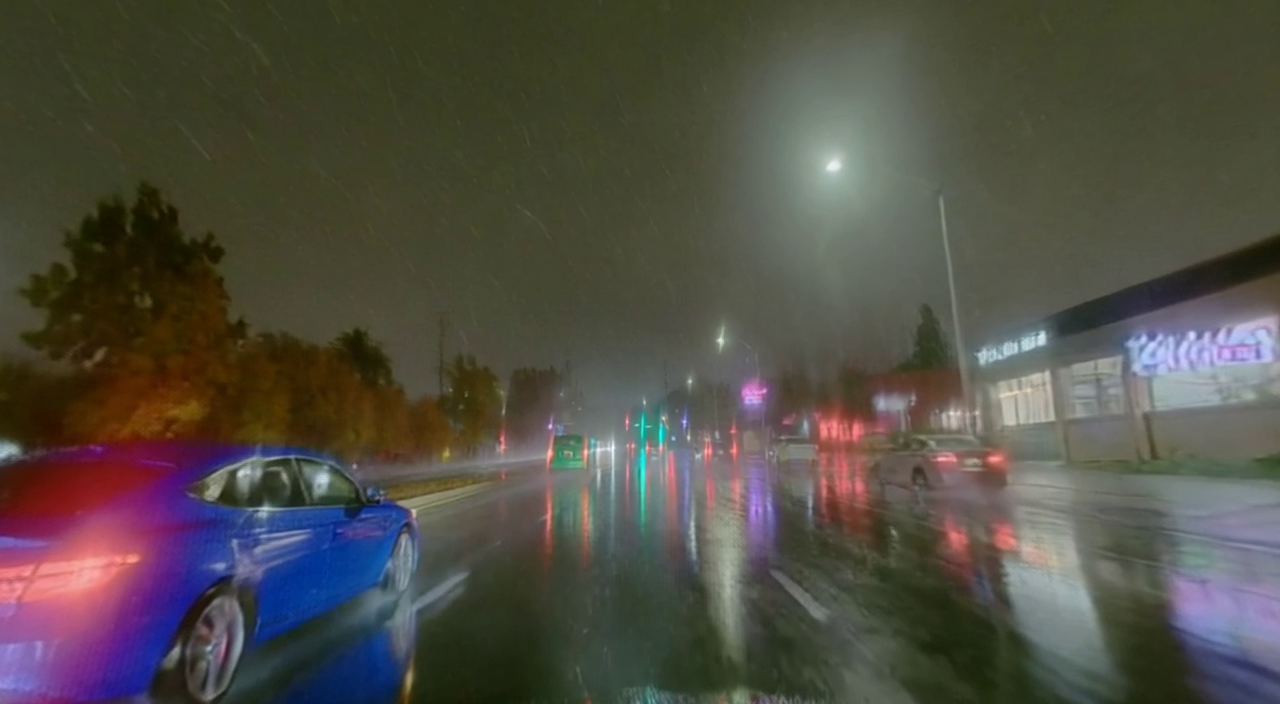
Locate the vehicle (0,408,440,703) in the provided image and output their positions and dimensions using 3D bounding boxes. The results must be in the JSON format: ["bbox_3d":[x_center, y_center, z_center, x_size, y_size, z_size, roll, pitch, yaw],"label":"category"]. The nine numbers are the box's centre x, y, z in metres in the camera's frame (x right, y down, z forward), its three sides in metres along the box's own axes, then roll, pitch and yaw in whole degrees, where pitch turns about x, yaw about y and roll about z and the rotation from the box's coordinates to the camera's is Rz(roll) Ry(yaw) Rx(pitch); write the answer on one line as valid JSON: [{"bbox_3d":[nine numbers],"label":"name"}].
[{"bbox_3d":[-3.234,1.275,4.505,1.956,1.460,4.802,0,-8,1],"label":"vehicle"}]

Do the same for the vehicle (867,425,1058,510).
[{"bbox_3d":[7.362,2.678,15.100,2.089,1.678,4.725,0,-8,1],"label":"vehicle"}]

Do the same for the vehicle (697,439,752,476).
[{"bbox_3d":[3.728,4.719,28.482,1.904,1.490,4.299,0,-8,0],"label":"vehicle"}]

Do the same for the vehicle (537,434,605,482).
[{"bbox_3d":[-2.708,4.309,25.917,2.193,1.788,4.603,0,-8,1],"label":"vehicle"}]

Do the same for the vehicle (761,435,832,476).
[{"bbox_3d":[7.545,5.031,30.896,2.198,1.788,4.941,1,-8,0],"label":"vehicle"}]
